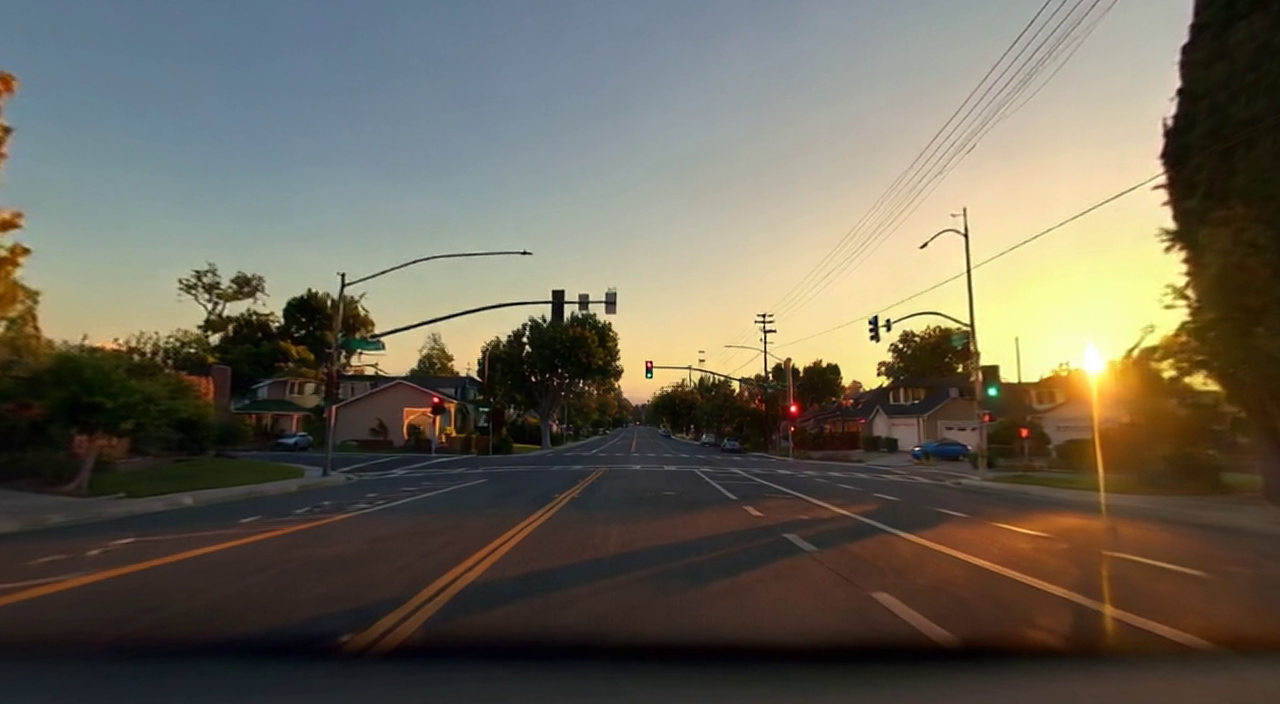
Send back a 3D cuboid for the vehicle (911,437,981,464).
[{"bbox_3d":[23.097,7.477,47.822,2.030,1.927,4.853,2,-9,-13],"label":"vehicle"}]
